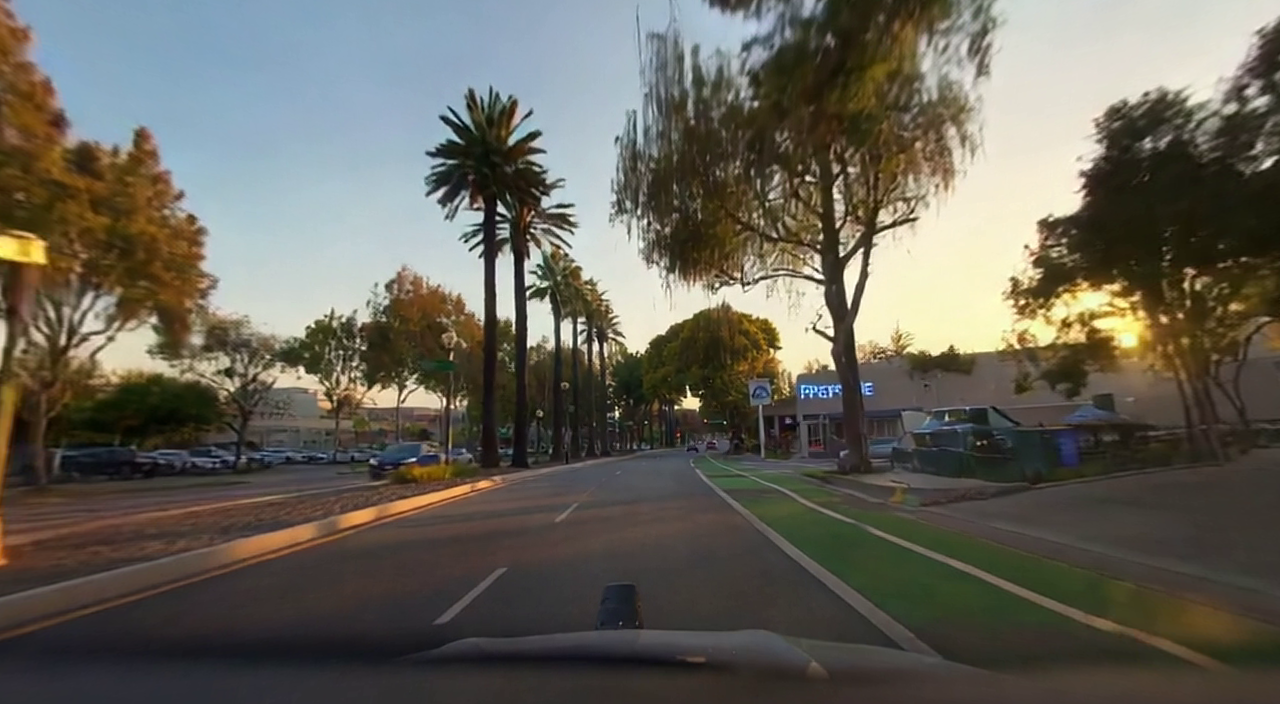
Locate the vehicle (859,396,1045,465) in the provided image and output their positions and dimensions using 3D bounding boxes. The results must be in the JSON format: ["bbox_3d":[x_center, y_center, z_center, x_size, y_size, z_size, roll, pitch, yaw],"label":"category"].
[{"bbox_3d":[15.008,3.823,30.739,7.635,3.131,2.691,0,-9,-5],"label":"vehicle"}]

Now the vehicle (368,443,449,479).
[{"bbox_3d":[-10.479,4.959,28.953,1.925,1.492,4.200,-1,-9,3],"label":"vehicle"}]
